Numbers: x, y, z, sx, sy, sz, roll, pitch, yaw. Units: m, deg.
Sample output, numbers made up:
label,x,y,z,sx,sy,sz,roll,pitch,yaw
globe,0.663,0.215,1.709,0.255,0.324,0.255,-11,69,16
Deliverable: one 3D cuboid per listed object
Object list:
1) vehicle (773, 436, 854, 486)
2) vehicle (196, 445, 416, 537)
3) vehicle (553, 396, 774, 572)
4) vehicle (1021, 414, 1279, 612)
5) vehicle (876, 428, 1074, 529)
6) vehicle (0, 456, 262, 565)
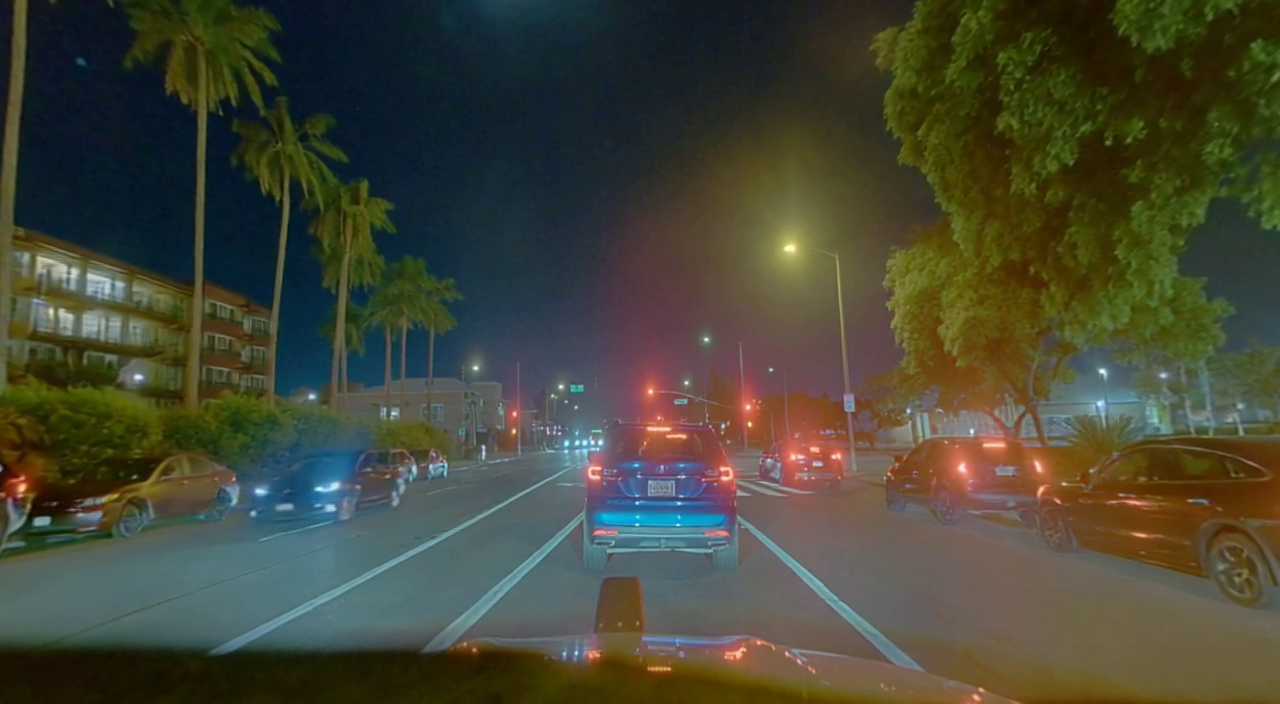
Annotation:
label,x,y,z,sx,sy,sz,roll,pitch,yaw
vehicle,6.516,4.117,24.170,1.948,1.729,4.023,0,-8,0
vehicle,-6.304,2.626,12.707,1.928,1.475,4.645,0,-8,-1
vehicle,0.265,1.674,8.717,2.264,1.798,4.258,0,-8,1
vehicle,6.442,1.598,6.934,1.935,1.672,4.139,0,-8,1
vehicle,6.665,2.524,13.246,1.930,1.736,4.329,-1,-8,3
vehicle,-9.591,2.811,11.940,2.054,1.467,4.595,-3,-8,1
